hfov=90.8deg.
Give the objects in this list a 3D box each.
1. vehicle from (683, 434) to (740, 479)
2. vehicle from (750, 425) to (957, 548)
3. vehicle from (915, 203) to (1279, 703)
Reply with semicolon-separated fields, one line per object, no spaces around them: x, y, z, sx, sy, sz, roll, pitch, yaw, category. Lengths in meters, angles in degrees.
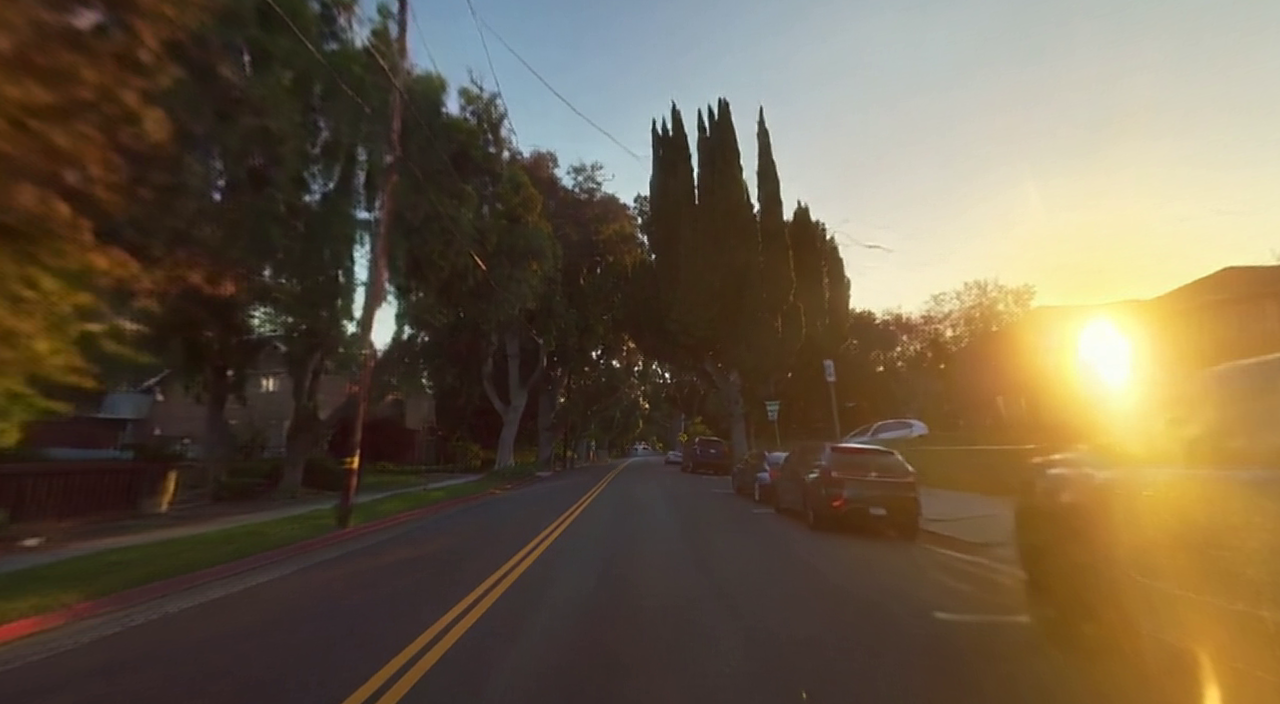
3.296;4.941;30.100;2.020;1.900;5.202;0;-8;-1;vehicle
3.330;2.202;11.153;1.848;1.624;5.200;0;-8;0;vehicle
3.266;0.528;1.881;2.347;2.070;5.735;0;-8;1;vehicle
